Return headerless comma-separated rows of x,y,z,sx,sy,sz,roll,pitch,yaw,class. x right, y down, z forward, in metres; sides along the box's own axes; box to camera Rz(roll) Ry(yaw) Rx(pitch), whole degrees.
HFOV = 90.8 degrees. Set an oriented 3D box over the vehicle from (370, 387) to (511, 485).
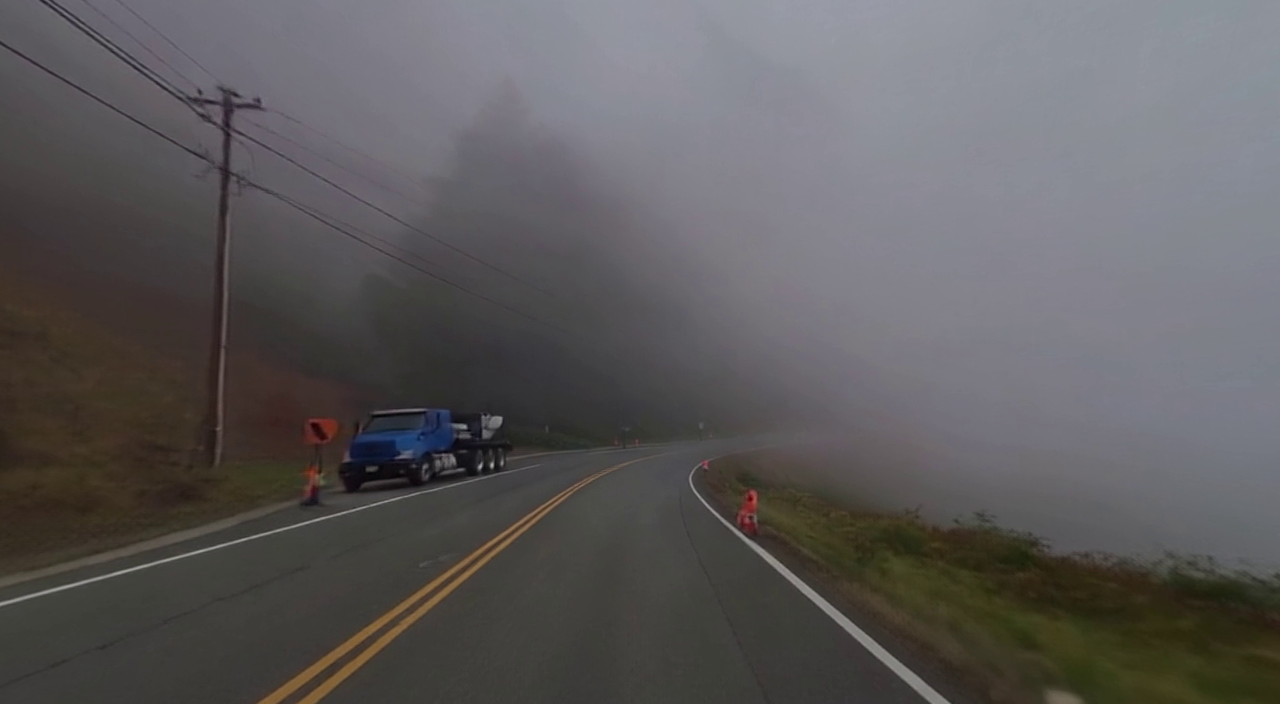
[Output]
-7.641,3.372,25.317,3.031,3.185,7.053,-4,-8,3,vehicle
